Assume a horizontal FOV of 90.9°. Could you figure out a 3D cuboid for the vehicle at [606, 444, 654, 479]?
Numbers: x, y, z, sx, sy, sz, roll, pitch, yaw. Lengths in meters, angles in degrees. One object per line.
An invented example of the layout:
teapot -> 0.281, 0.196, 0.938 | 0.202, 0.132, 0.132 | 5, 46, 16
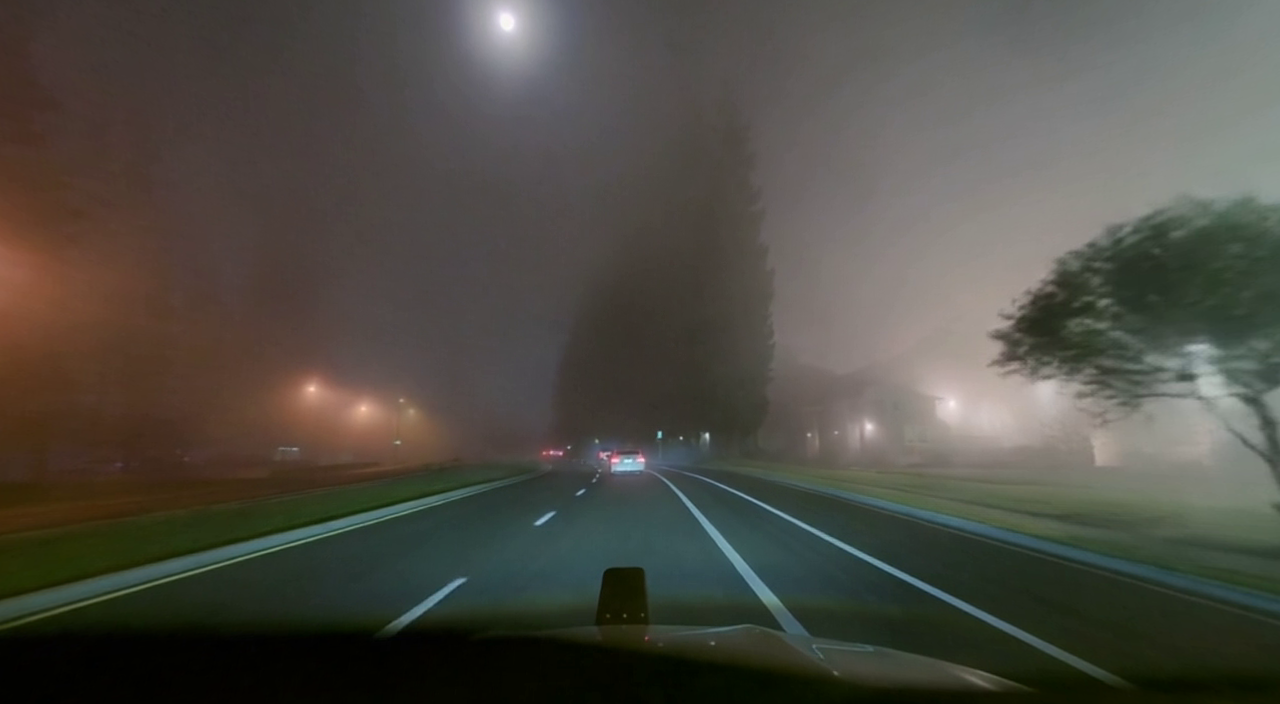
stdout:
vehicle -> -0.519, 4.935, 28.767 | 2.009, 1.456, 4.003 | 0, -8, -3
